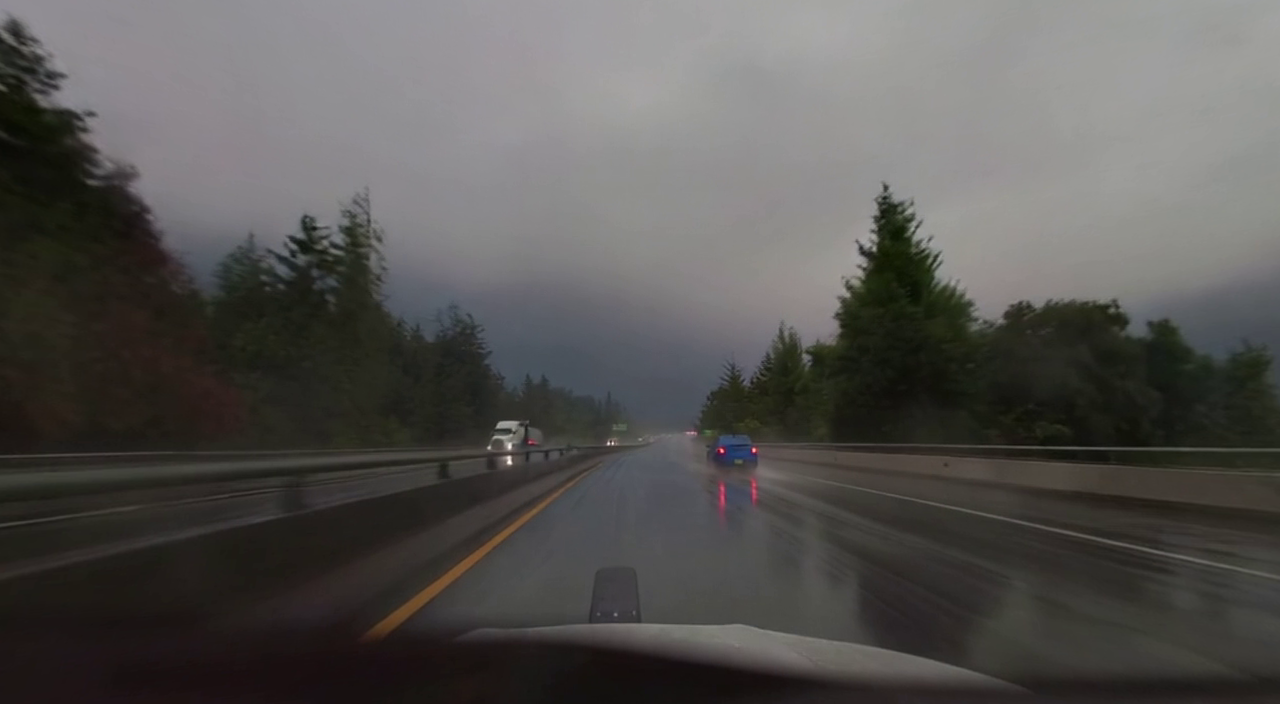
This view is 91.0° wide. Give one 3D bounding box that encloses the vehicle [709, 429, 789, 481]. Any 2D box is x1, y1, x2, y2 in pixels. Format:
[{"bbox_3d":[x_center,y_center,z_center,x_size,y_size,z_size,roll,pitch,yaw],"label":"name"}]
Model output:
[{"bbox_3d":[3.810,3.672,22.758,2.022,1.663,4.245,0,-8,-1],"label":"vehicle"}]
